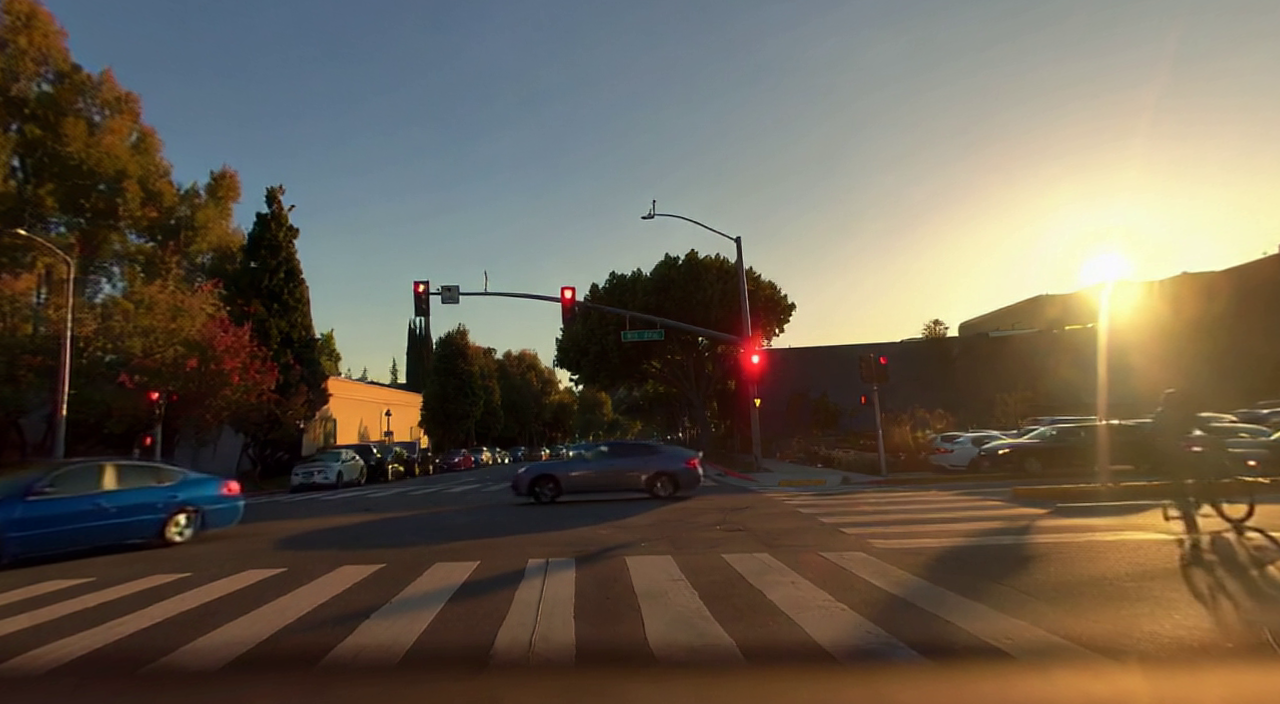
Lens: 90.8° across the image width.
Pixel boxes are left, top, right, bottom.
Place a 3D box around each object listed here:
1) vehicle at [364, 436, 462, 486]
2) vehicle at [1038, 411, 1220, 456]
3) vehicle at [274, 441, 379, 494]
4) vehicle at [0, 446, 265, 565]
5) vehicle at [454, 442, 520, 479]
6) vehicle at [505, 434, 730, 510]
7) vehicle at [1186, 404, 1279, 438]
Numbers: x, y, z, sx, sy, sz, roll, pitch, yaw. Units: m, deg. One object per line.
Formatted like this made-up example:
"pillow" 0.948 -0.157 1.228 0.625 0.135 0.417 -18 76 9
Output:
"vehicle" -10.194 4.951 29.045 2.475 1.940 5.702 -3 -9 -1
"vehicle" 16.898 2.905 22.130 4.560 1.453 1.851 -3 -9 18
"vehicle" -13.750 5.058 28.133 2.251 1.957 4.968 -4 -9 -1
"vehicle" -8.071 2.027 8.742 1.755 1.419 4.533 -6 -11 35
"vehicle" -7.005 4.989 29.311 2.024 1.470 4.153 -3 -9 -1
"vehicle" -0.518 2.475 13.274 4.385 1.419 1.855 1 -9 -8
"vehicle" 34.884 4.020 36.665 4.326 1.511 1.725 -8 -9 16
